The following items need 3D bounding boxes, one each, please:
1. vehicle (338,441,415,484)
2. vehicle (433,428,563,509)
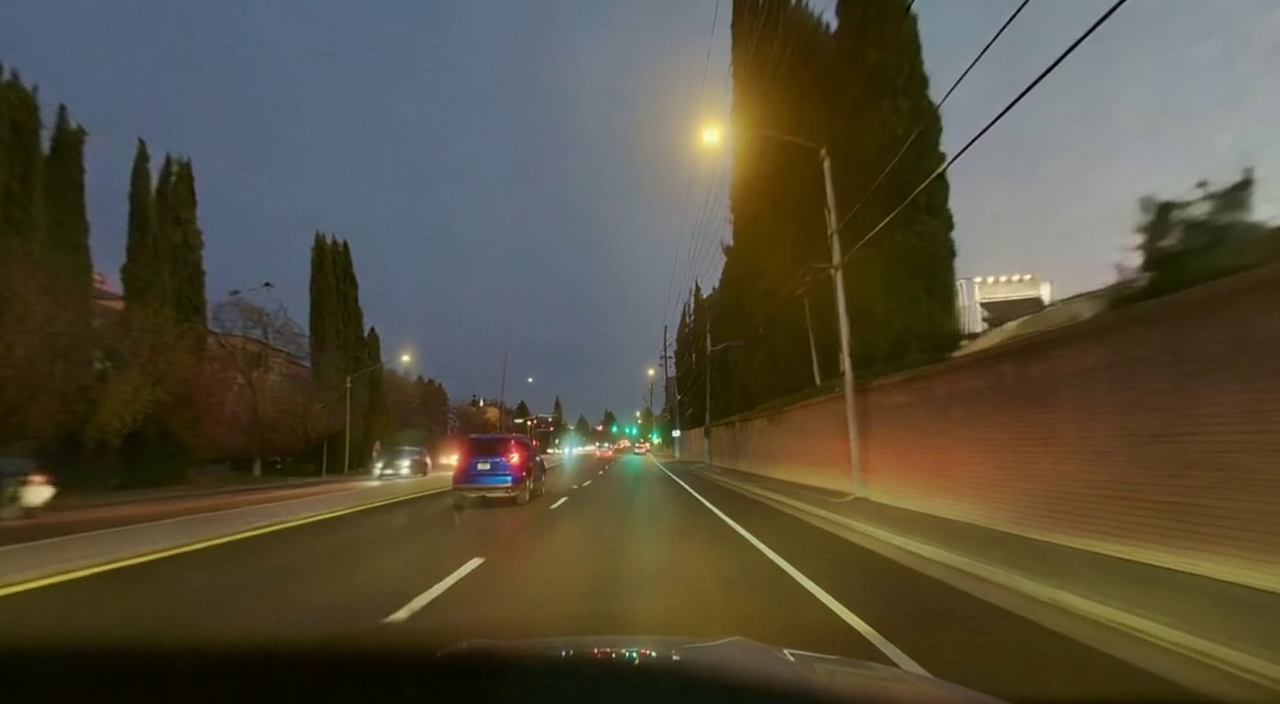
[{"bbox_3d":[-12.406,5.196,29.962,1.930,1.868,4.063,0,-8,-1],"label":"vehicle"},{"bbox_3d":[-3.345,2.838,15.878,2.147,1.730,4.555,0,-8,1],"label":"vehicle"}]
